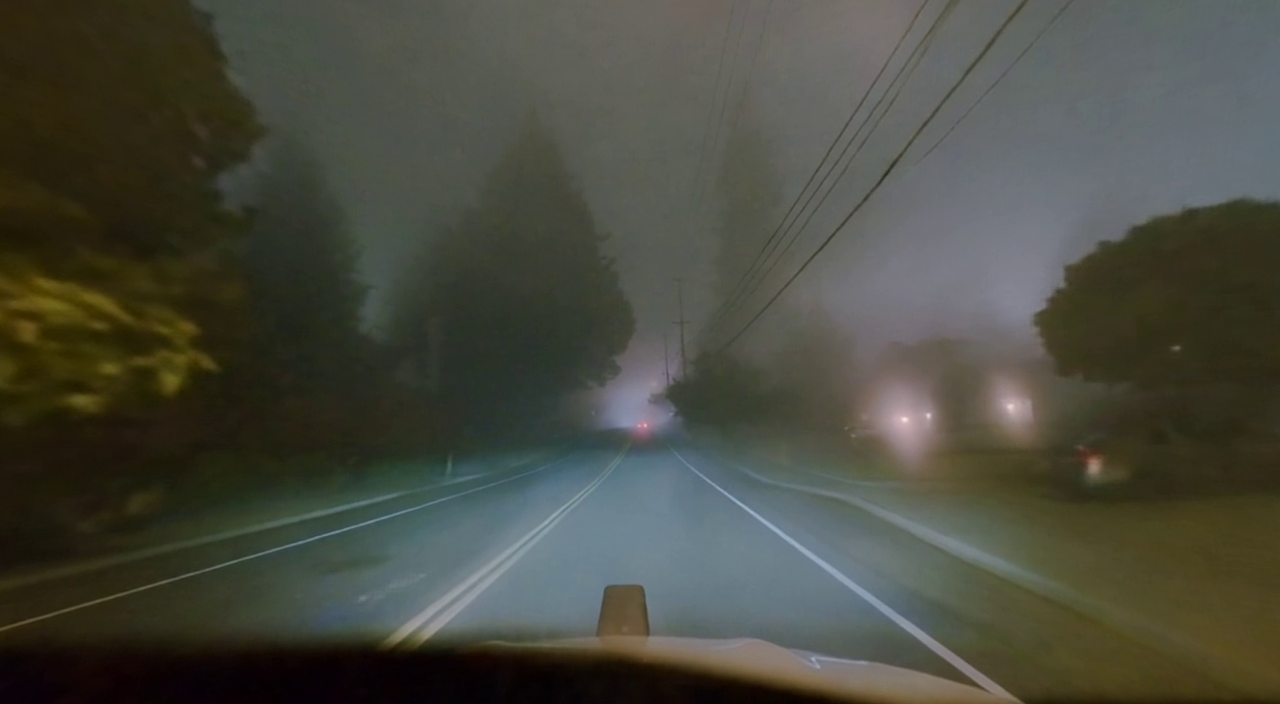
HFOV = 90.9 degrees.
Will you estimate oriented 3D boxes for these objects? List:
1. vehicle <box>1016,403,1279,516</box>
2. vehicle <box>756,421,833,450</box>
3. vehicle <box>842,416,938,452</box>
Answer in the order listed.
[{"bbox_3d":[9.716,1.901,11.355,4.512,1.828,2.038,0,-8,0],"label":"vehicle"},{"bbox_3d":[10.743,5.800,43.887,4.707,1.794,2.303,-4,-4,30],"label":"vehicle"},{"bbox_3d":[15.124,5.013,38.139,5.046,1.548,2.174,-10,-13,24],"label":"vehicle"}]
